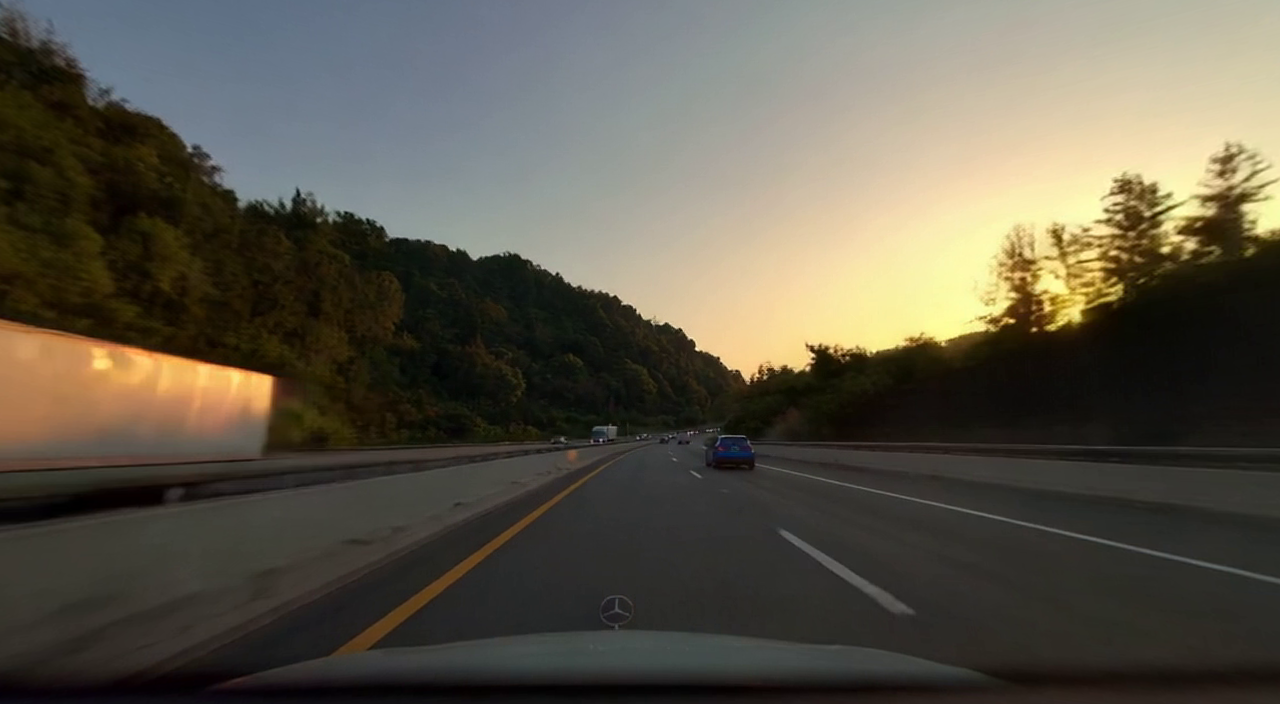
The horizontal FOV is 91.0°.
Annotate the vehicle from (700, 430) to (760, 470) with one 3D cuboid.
[{"bbox_3d":[3.969,4.405,28.467,2.022,1.663,4.245,0,-8,0],"label":"vehicle"}]
